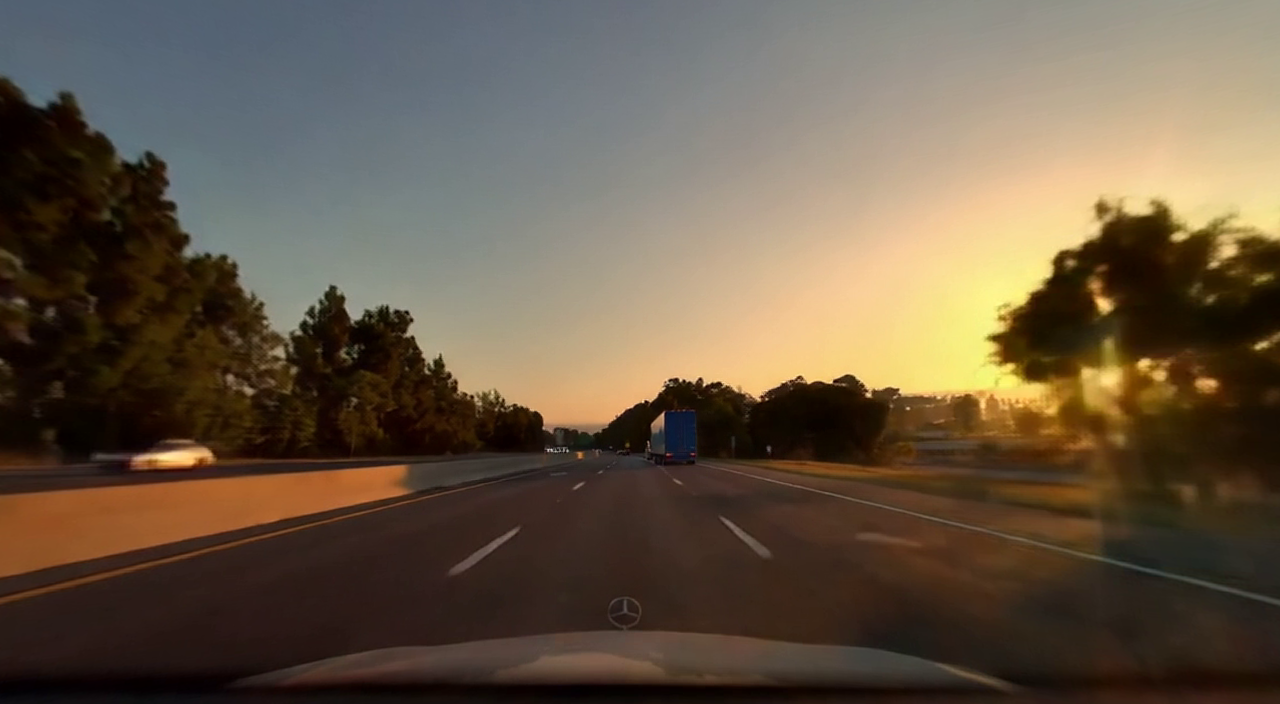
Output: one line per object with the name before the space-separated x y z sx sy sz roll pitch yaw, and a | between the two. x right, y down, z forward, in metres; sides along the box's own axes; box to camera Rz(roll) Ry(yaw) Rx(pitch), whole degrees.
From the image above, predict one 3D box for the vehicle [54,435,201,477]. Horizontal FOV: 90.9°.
vehicle | -20.040 4.107 24.992 1.899 1.491 4.688 0 -9 0
